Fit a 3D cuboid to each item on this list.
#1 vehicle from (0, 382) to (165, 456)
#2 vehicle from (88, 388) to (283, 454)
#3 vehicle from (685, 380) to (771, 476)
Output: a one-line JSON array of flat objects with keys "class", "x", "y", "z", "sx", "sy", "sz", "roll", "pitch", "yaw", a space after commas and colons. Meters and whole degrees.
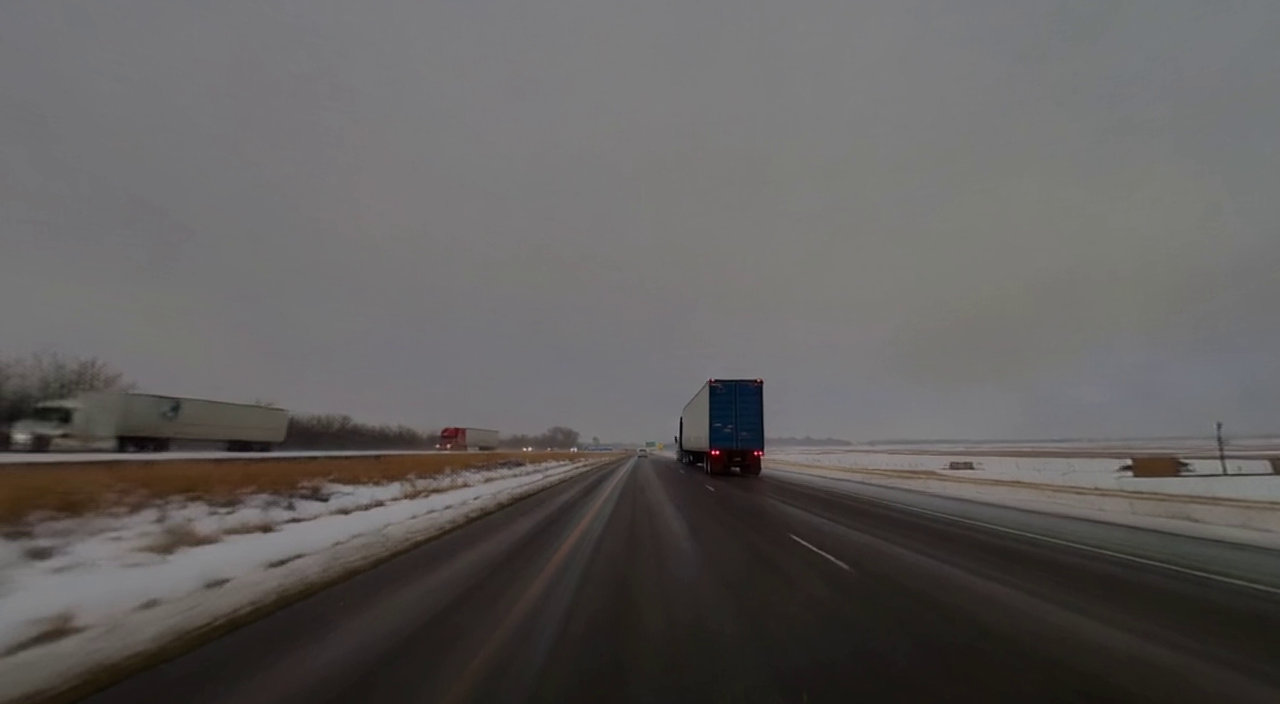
[{"class": "vehicle", "x": -33.324, "y": 4.191, "z": 37.521, "sx": 2.961, "sy": 3.871, "sz": 8.954, "roll": 0, "pitch": -9, "yaw": -1}, {"class": "vehicle", "x": -33.278, "y": 5.571, "z": 47.824, "sx": 2.915, "sy": 4.150, "sz": 15.939, "roll": 0, "pitch": -9, "yaw": 0}, {"class": "vehicle", "x": 4.285, "y": 4.300, "z": 34.060, "sx": 2.818, "sy": 4.206, "sz": 12.987, "roll": 0, "pitch": -9, "yaw": 0}]
